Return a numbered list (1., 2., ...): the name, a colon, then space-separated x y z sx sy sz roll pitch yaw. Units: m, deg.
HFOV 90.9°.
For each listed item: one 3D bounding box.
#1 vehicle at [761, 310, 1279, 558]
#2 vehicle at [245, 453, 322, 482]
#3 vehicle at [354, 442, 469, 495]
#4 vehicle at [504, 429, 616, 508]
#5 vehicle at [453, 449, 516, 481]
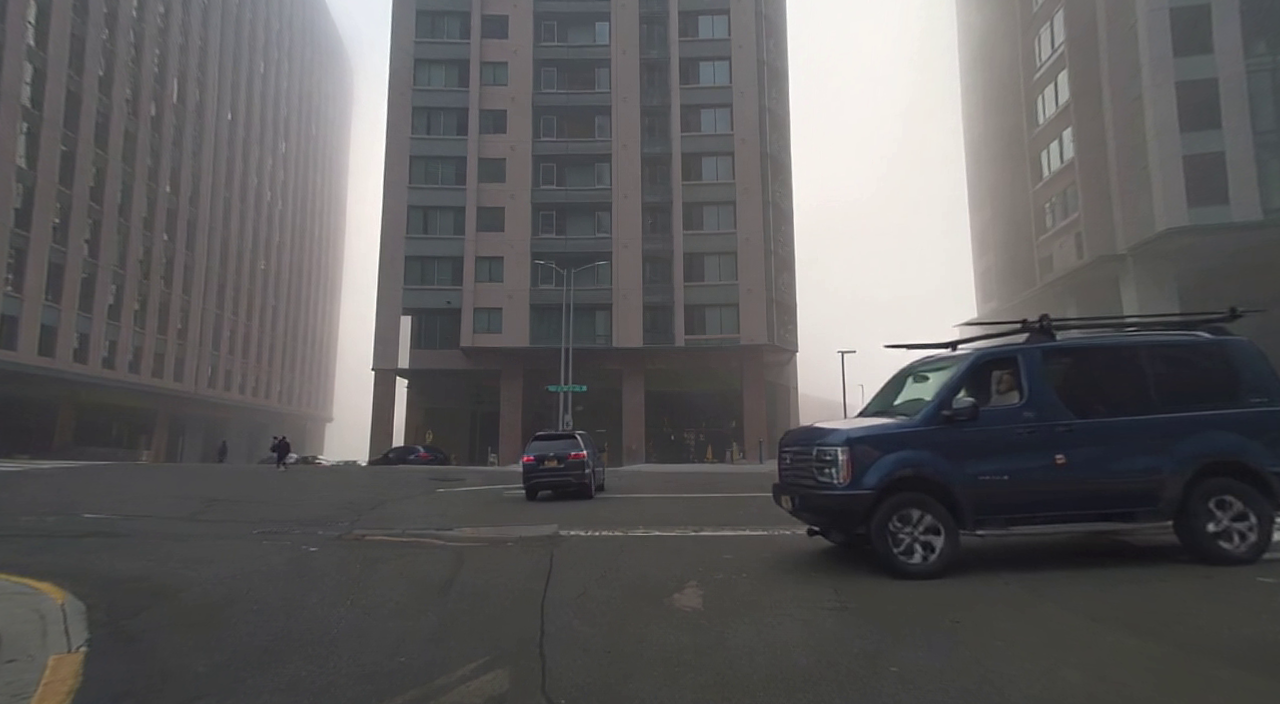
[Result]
1. vehicle: 5.329 1.077 8.309 6.932 2.753 2.446 0 -8 1
2. vehicle: -19.437 6.295 34.509 3.467 1.456 1.649 4 -9 -24
3. vehicle: -8.161 4.172 23.064 2.395 1.719 4.549 0 -8 1
4. vehicle: -1.853 2.901 16.089 2.144 1.733 4.115 -1 -8 3
5. vehicle: -7.868 5.723 32.292 2.164 1.494 4.235 0 -8 0
